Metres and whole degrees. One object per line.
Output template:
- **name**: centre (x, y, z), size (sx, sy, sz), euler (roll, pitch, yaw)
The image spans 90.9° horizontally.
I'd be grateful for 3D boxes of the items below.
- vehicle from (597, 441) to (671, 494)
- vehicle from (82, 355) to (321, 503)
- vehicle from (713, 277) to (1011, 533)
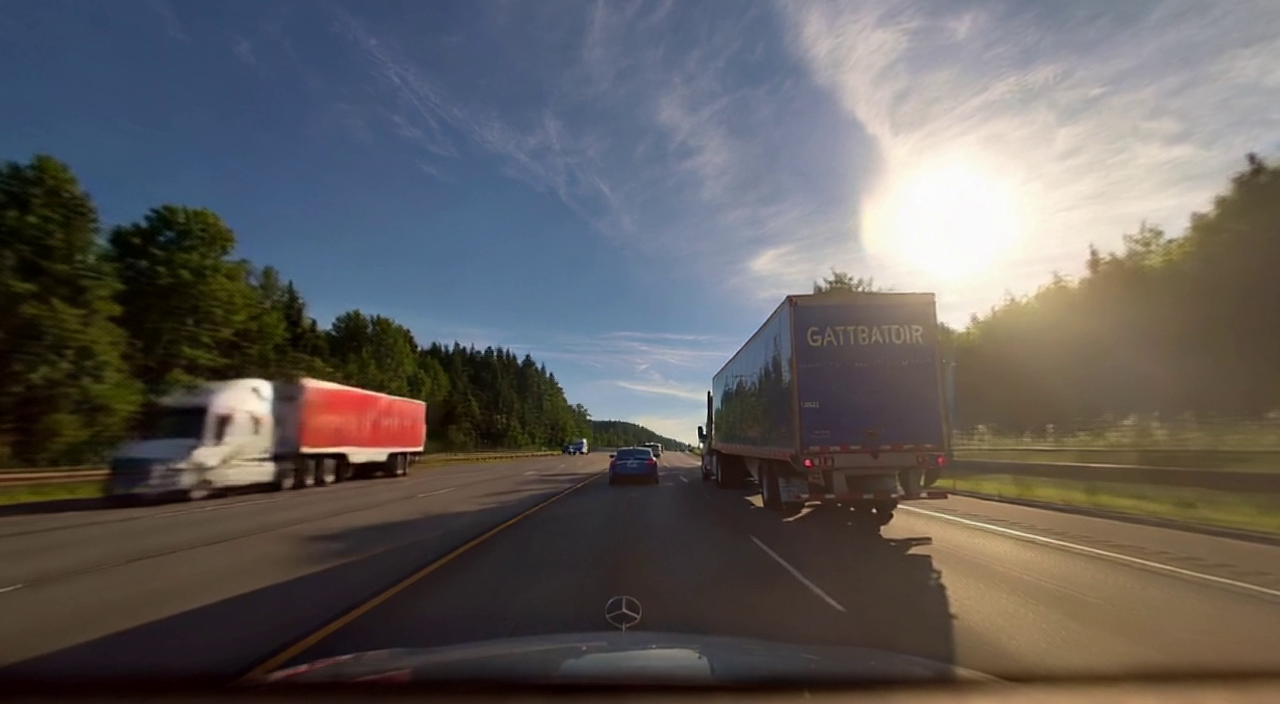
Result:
- **vehicle**: centre (-0.161, 3.601, 19.852), size (2.074, 1.475, 3.960), euler (0, -9, 0)
- **vehicle**: centre (-13.066, 2.482, 19.626), size (3.028, 3.921, 5.723), euler (0, -9, 1)
- **vehicle**: centre (4.292, 1.930, 17.162), size (2.909, 4.074, 14.457), euler (0, -9, 0)
